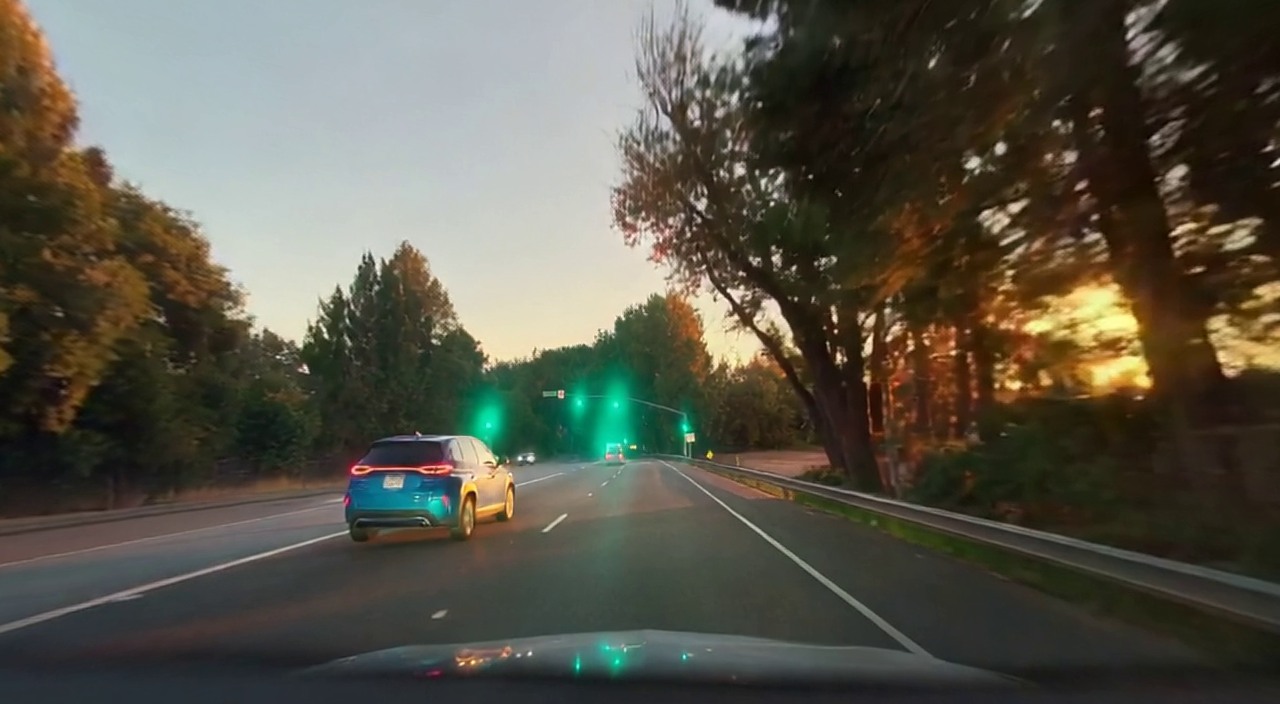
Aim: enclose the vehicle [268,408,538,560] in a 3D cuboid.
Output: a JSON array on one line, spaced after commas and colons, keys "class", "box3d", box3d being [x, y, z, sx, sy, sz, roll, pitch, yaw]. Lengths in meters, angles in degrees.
[{"class": "vehicle", "box3d": [-3.354, 2.007, 10.377, 2.336, 1.857, 4.986, -1, -8, 2]}]
